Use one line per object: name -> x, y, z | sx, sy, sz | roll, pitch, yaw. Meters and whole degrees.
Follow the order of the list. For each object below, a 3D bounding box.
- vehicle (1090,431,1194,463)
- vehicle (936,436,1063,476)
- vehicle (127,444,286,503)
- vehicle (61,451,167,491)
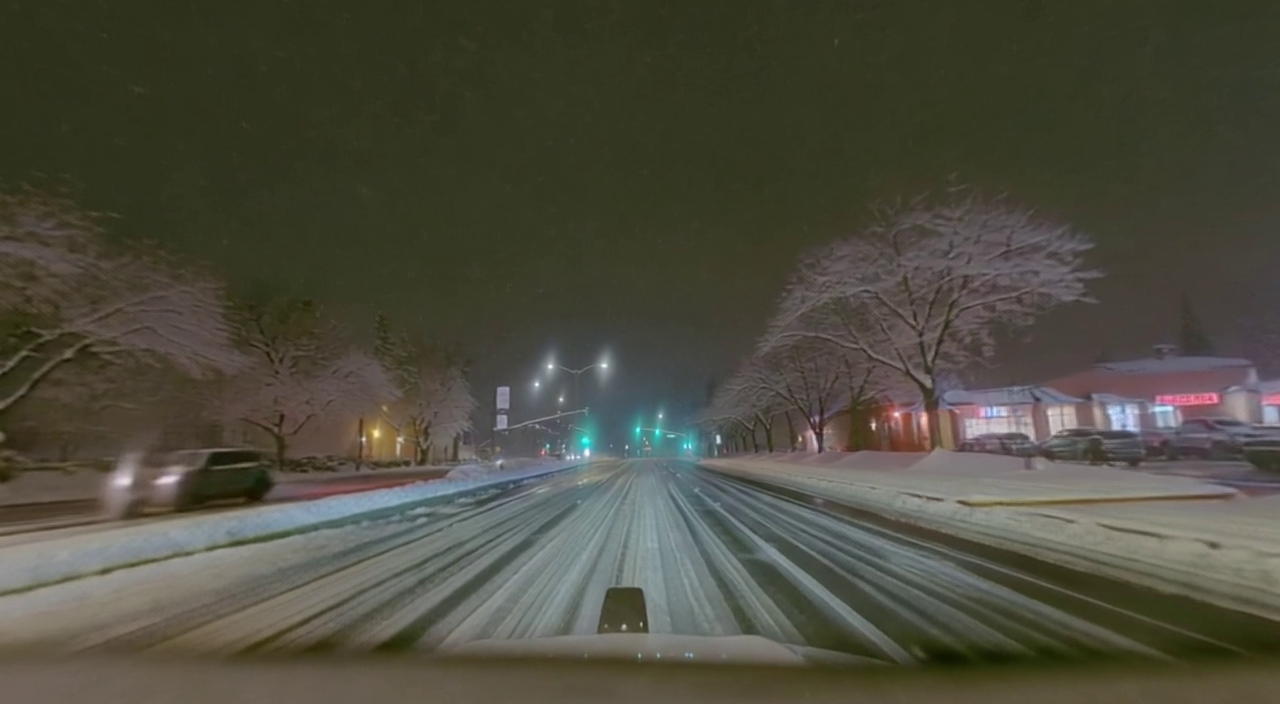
vehicle -> 29.554, 5.619, 37.075 | 4.342, 1.641, 1.975 | -3, -8, 0
vehicle -> 17.049, 4.935, 29.946 | 4.720, 1.769, 2.229 | 0, -9, -5
vehicle -> -15.830, 4.401, 23.386 | 2.266, 1.924, 5.024 | 0, -9, 1
vehicle -> -31.331, 7.044, 37.646 | 2.160, 2.118, 4.989 | 0, -9, -3
